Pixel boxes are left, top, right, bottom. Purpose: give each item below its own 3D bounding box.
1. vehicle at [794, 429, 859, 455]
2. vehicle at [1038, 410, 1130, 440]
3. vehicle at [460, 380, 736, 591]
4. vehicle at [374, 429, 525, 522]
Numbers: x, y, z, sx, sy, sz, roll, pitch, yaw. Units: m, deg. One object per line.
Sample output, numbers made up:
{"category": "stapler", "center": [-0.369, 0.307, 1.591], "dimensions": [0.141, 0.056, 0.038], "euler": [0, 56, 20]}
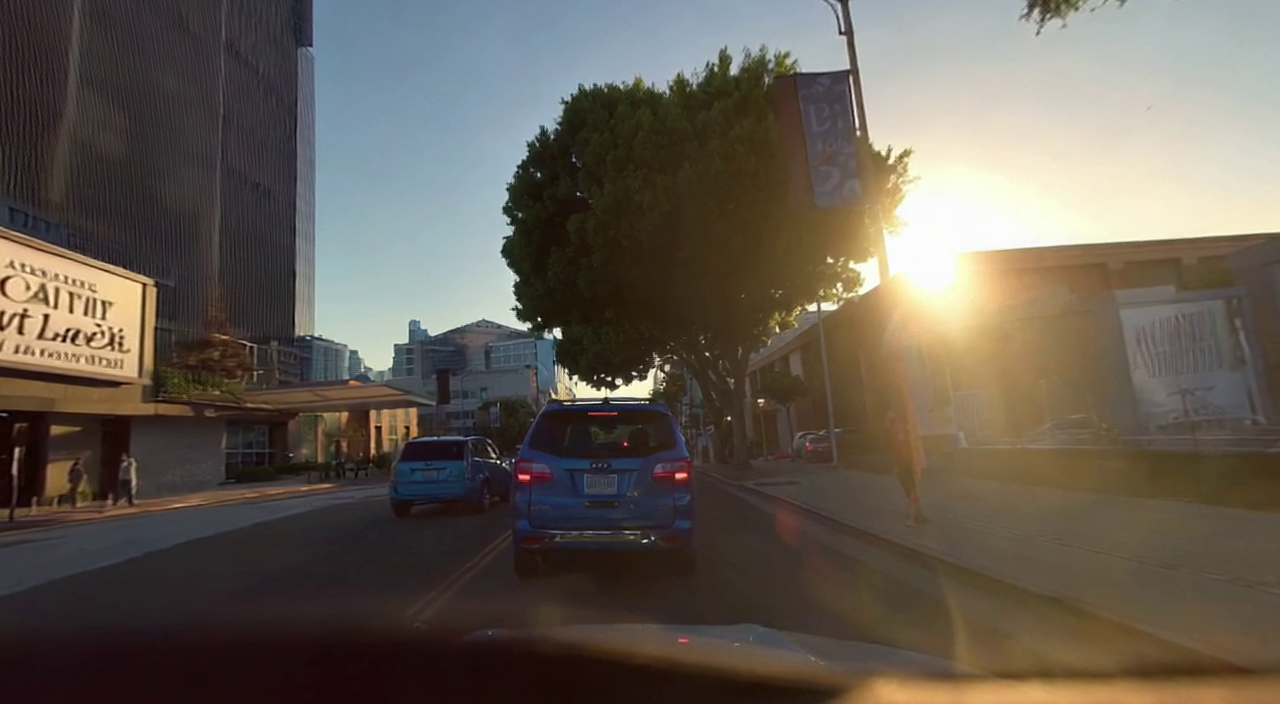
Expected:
{"category": "vehicle", "center": [10.696, 5.155, 36.119], "dimensions": [1.877, 1.416, 3.965], "euler": [-8, -11, 43]}
{"category": "vehicle", "center": [24.458, 4.054, 34.888], "dimensions": [3.826, 1.544, 1.754], "euler": [1, -8, -5]}
{"category": "vehicle", "center": [-0.456, 1.544, 8.123], "dimensions": [2.531, 1.930, 4.382], "euler": [0, -8, -2]}
{"category": "vehicle", "center": [-3.888, 2.584, 13.828], "dimensions": [1.971, 1.658, 4.428], "euler": [0, -8, -1]}
